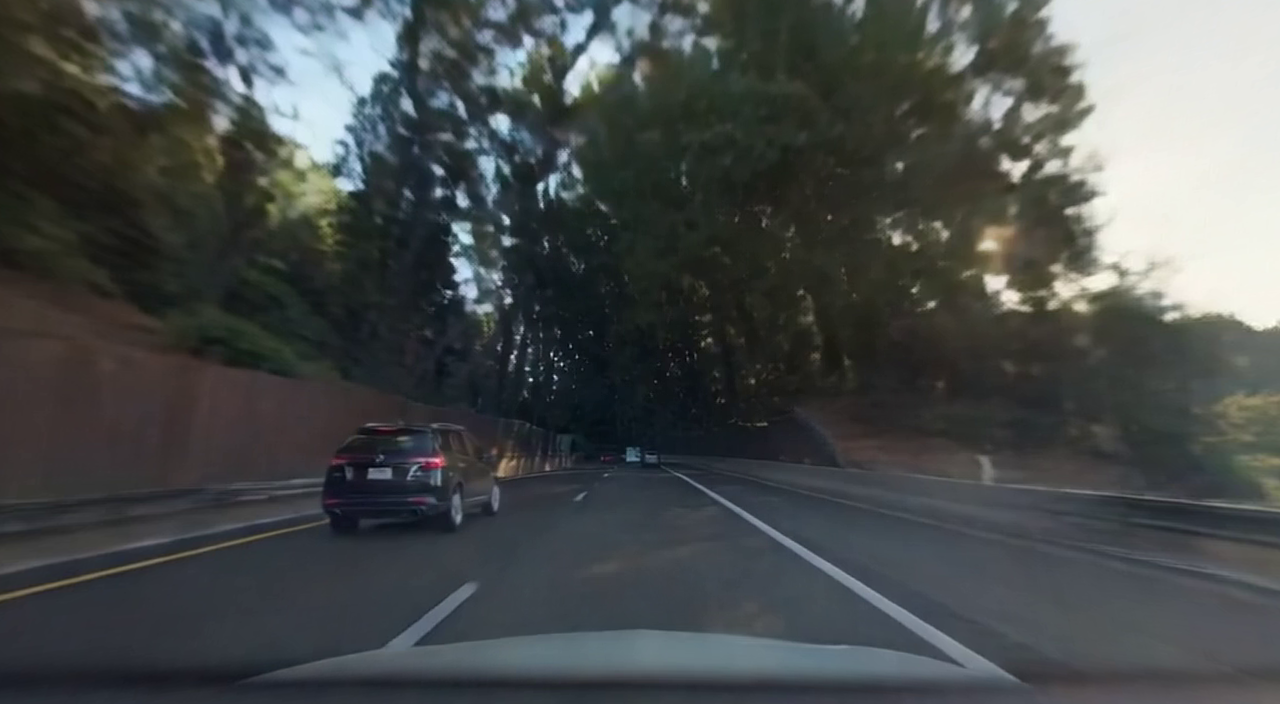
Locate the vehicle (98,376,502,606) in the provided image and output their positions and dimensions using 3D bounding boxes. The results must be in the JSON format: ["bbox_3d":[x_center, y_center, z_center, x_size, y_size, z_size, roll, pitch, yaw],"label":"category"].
[{"bbox_3d":[-3.589,1.603,8.189,2.418,2.049,4.930,0,-9,0],"label":"vehicle"}]

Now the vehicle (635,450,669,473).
[{"bbox_3d":[0.751,7.417,43.117,2.046,1.452,4.407,0,-9,-2],"label":"vehicle"}]
